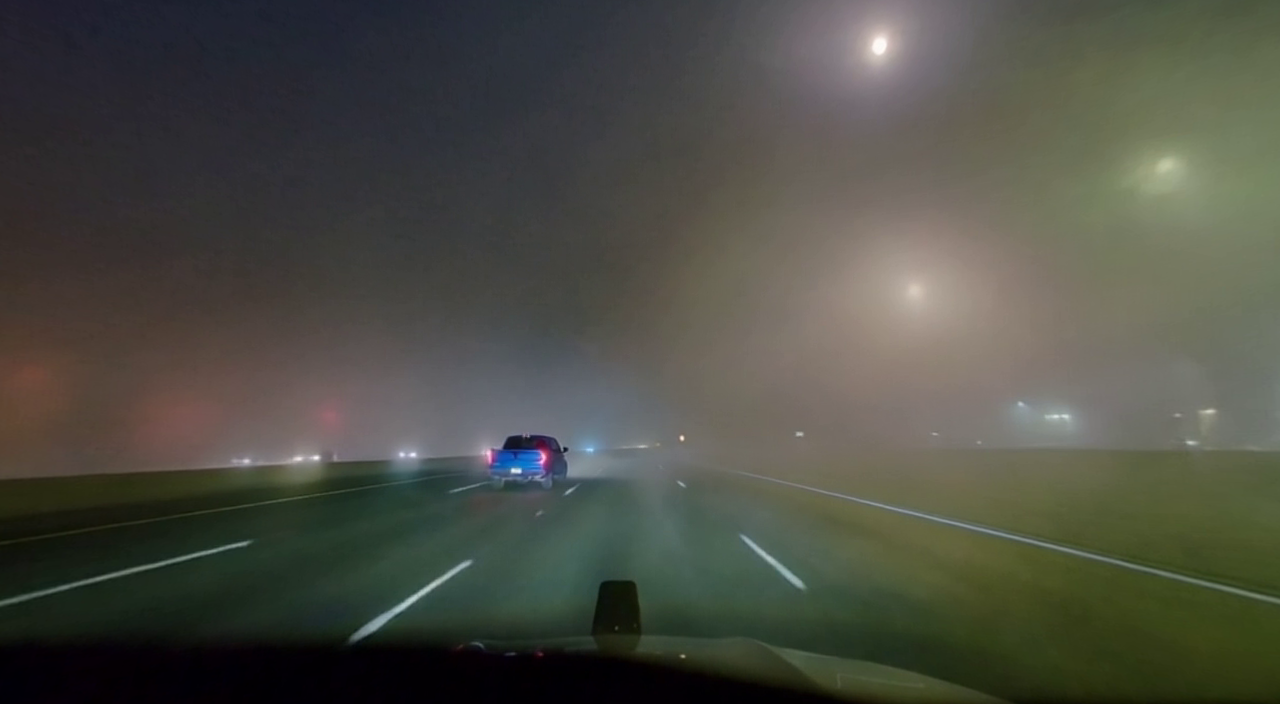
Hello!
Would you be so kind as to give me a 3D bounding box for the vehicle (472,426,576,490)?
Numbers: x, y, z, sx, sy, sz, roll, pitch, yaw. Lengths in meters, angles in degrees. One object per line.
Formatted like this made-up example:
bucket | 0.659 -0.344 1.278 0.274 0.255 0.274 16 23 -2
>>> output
vehicle | -3.956 3.770 22.908 2.529 2.003 5.904 0 -8 1
